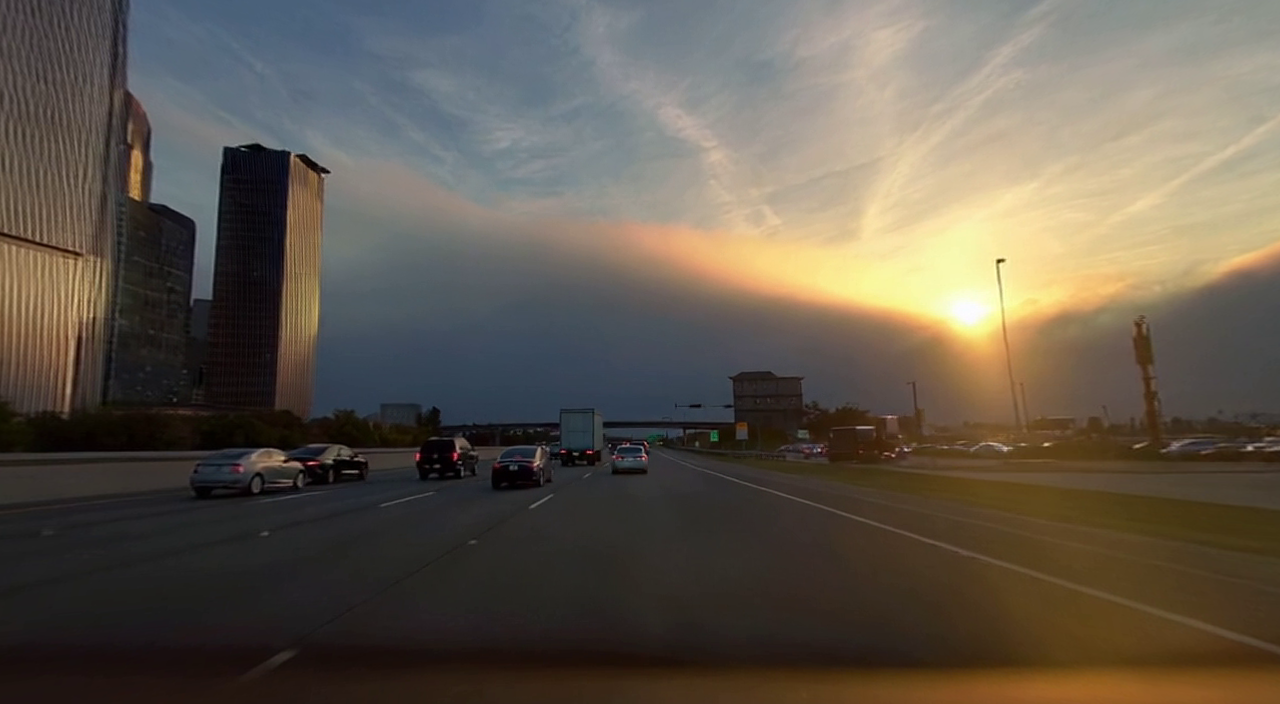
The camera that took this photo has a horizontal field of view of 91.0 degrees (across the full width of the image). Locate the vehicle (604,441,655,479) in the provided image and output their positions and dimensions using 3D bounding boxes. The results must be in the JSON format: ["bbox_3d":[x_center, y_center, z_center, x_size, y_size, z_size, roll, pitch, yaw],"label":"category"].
[{"bbox_3d":[-0.420,4.618,27.083,1.991,1.488,3.922,0,-9,0],"label":"vehicle"}]

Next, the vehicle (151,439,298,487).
[{"bbox_3d":[-14.586,3.908,22.523,1.948,1.483,4.814,0,-9,0],"label":"vehicle"}]

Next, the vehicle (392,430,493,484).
[{"bbox_3d":[-7.345,3.968,24.037,2.190,1.821,4.800,0,-9,1],"label":"vehicle"}]

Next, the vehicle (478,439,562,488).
[{"bbox_3d":[-4.026,3.822,21.941,2.016,1.497,4.235,0,-9,1],"label":"vehicle"}]

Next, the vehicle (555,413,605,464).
[{"bbox_3d":[-4.191,6.309,45.586,2.955,3.359,8.322,0,-9,-1],"label":"vehicle"}]

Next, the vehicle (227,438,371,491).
[{"bbox_3d":[-10.857,3.611,20.544,1.987,1.495,4.710,0,-9,1],"label":"vehicle"}]
